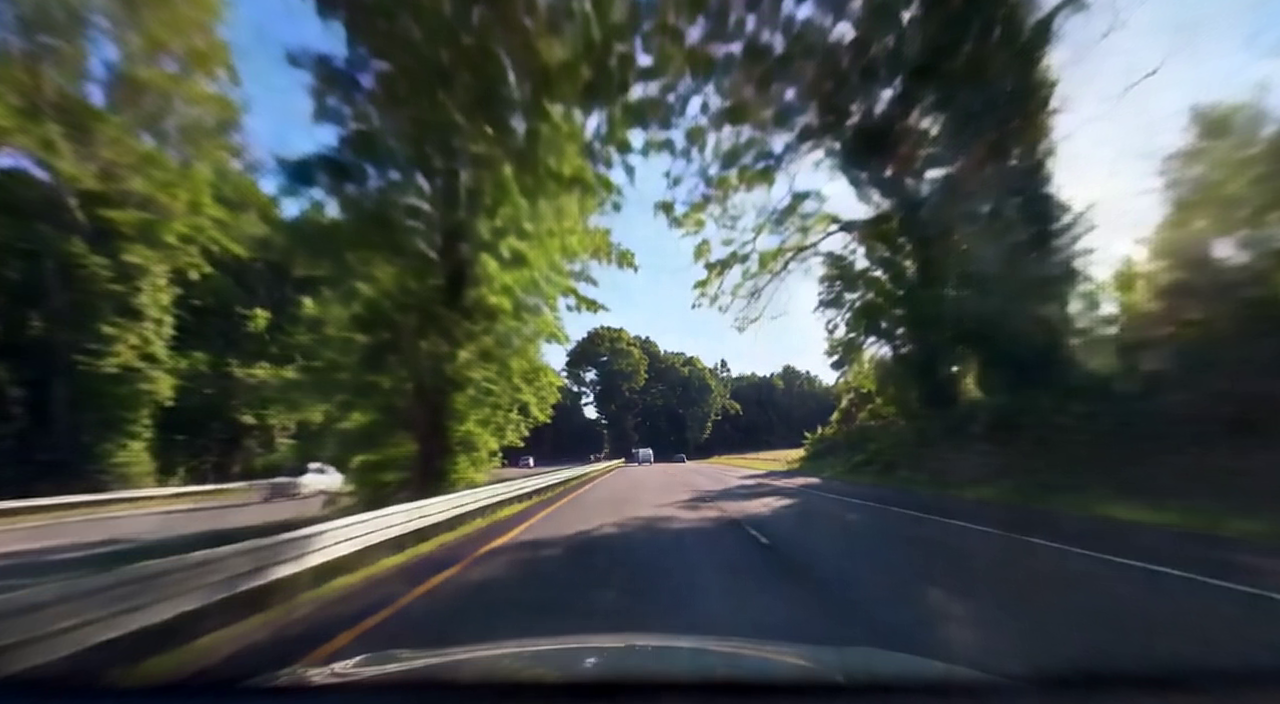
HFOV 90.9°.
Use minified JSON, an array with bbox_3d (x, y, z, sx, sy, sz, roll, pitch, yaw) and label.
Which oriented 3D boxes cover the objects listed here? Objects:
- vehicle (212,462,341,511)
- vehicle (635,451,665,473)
[{"bbox_3d":[-12.692,4.681,22.426,1.850,1.467,4.538,0,-9,1],"label":"vehicle"},{"bbox_3d":[0.696,8.067,46.450,2.162,1.492,3.975,0,-9,0],"label":"vehicle"}]
